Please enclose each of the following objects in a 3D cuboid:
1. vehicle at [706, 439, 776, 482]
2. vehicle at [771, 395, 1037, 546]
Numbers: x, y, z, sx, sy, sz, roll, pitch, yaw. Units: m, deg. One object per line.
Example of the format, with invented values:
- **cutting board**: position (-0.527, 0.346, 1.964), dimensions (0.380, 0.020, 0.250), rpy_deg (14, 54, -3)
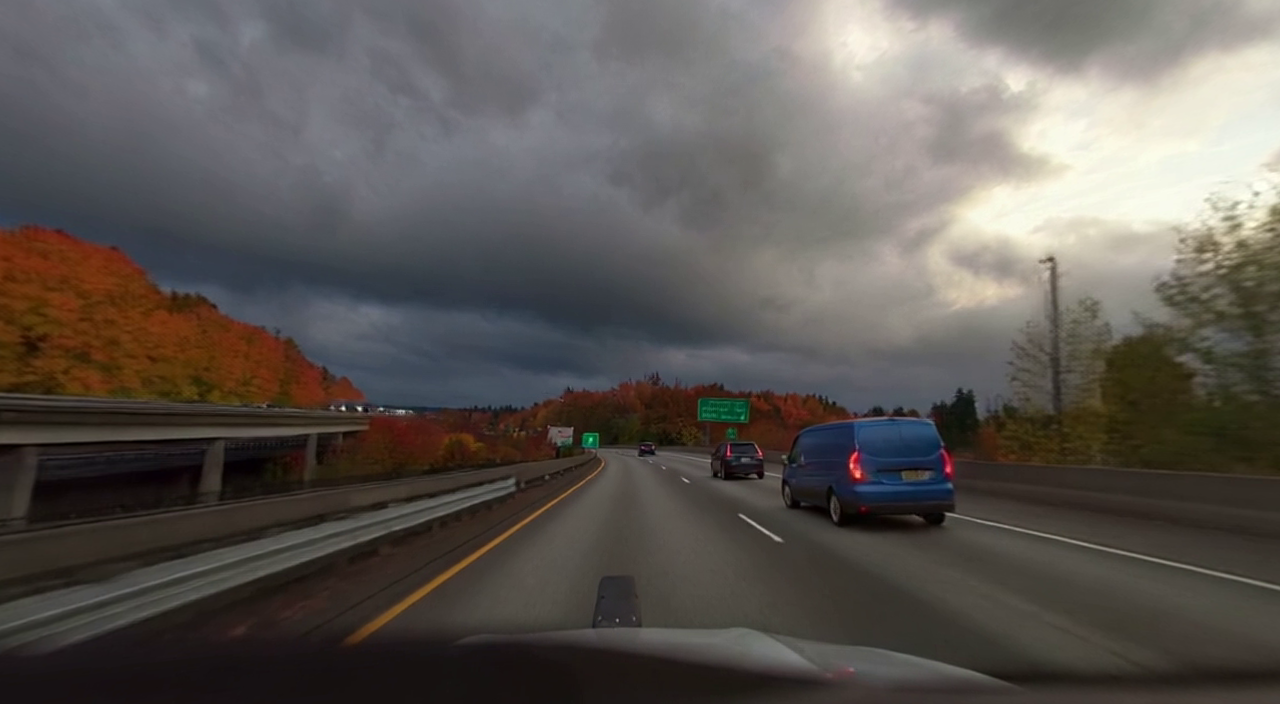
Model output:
- **vehicle**: position (3.947, 4.310, 25.189), dimensions (1.952, 1.536, 4.036), rpy_deg (0, -9, -2)
- **vehicle**: position (3.957, 1.915, 10.679), dimensions (2.205, 1.923, 4.956), rpy_deg (0, -9, -2)
